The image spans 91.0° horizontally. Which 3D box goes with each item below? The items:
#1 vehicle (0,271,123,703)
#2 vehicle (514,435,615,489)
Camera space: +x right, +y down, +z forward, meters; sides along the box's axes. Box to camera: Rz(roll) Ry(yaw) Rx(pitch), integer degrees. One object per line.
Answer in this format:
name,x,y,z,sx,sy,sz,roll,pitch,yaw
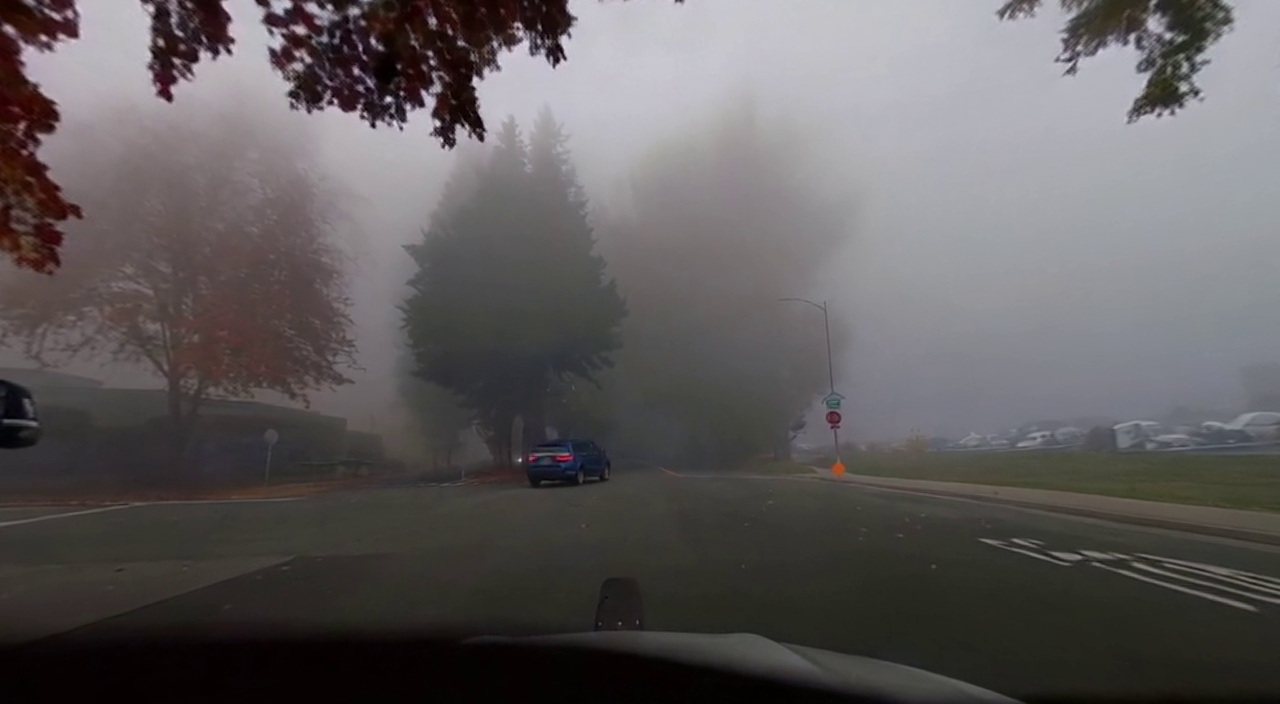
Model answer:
vehicle,-3.568,0.425,0.645,2.145,2.038,4.656,0,-9,-2
vehicle,-3.012,4.595,26.769,2.284,2.012,5.607,-2,-9,15
